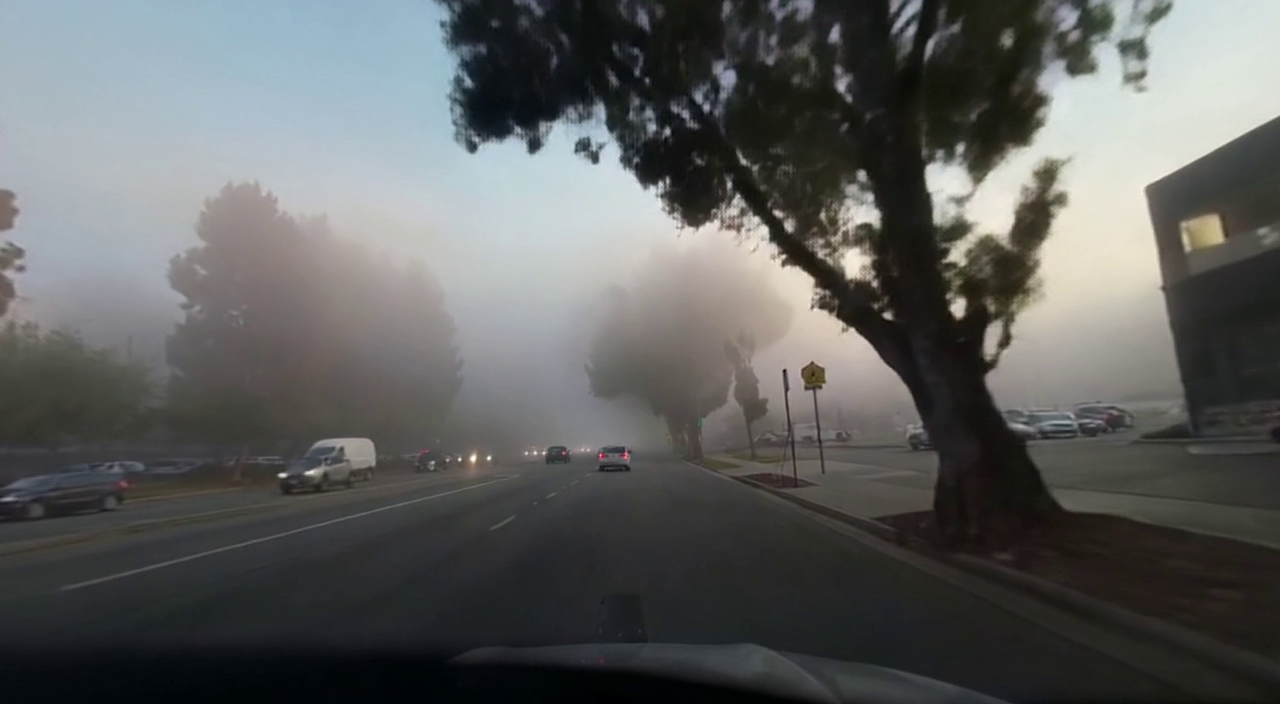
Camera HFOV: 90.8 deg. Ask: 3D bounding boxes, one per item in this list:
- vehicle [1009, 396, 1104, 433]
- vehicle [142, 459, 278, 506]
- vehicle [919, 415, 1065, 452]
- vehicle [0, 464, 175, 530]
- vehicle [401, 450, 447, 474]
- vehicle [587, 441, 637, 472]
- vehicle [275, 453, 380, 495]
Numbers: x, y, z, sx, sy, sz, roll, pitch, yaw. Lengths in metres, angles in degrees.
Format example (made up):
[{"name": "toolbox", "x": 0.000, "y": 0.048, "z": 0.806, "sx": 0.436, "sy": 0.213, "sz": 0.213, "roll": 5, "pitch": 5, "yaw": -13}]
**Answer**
[{"name": "vehicle", "x": 23.898, "y": 3.702, "z": 36.558, "sx": 2.179, "sy": 1.825, "sz": 5.335, "roll": 1, "pitch": -9, "yaw": 4}, {"name": "vehicle", "x": -16.496, "y": 4.995, "z": 24.584, "sx": 2.024, "sy": 1.531, "sz": 4.580, "roll": 0, "pitch": -8, "yaw": 0}, {"name": "vehicle", "x": 14.171, "y": 3.337, "z": 25.634, "sx": 4.739, "sy": 1.424, "sz": 1.936, "roll": 0, "pitch": -8, "yaw": 0}, {"name": "vehicle", "x": -16.542, "y": 4.083, "z": 18.365, "sx": 2.162, "sy": 1.480, "sz": 5.017, "roll": 0, "pitch": -8, "yaw": 1}, {"name": "vehicle", "x": -16.416, "y": 8.365, "z": 48.288, "sx": 2.016, "sy": 1.598, "sz": 4.545, "roll": -2, "pitch": -8, "yaw": -1}, {"name": "vehicle", "x": -1.382, "y": 5.503, "z": 33.484, "sx": 2.235, "sy": 1.500, "sz": 4.420, "roll": 0, "pitch": -8, "yaw": 3}, {"name": "vehicle", "x": -12.632, "y": 4.914, "z": 25.927, "sx": 2.013, "sy": 1.498, "sz": 4.474, "roll": 0, "pitch": -8, "yaw": 0}]
